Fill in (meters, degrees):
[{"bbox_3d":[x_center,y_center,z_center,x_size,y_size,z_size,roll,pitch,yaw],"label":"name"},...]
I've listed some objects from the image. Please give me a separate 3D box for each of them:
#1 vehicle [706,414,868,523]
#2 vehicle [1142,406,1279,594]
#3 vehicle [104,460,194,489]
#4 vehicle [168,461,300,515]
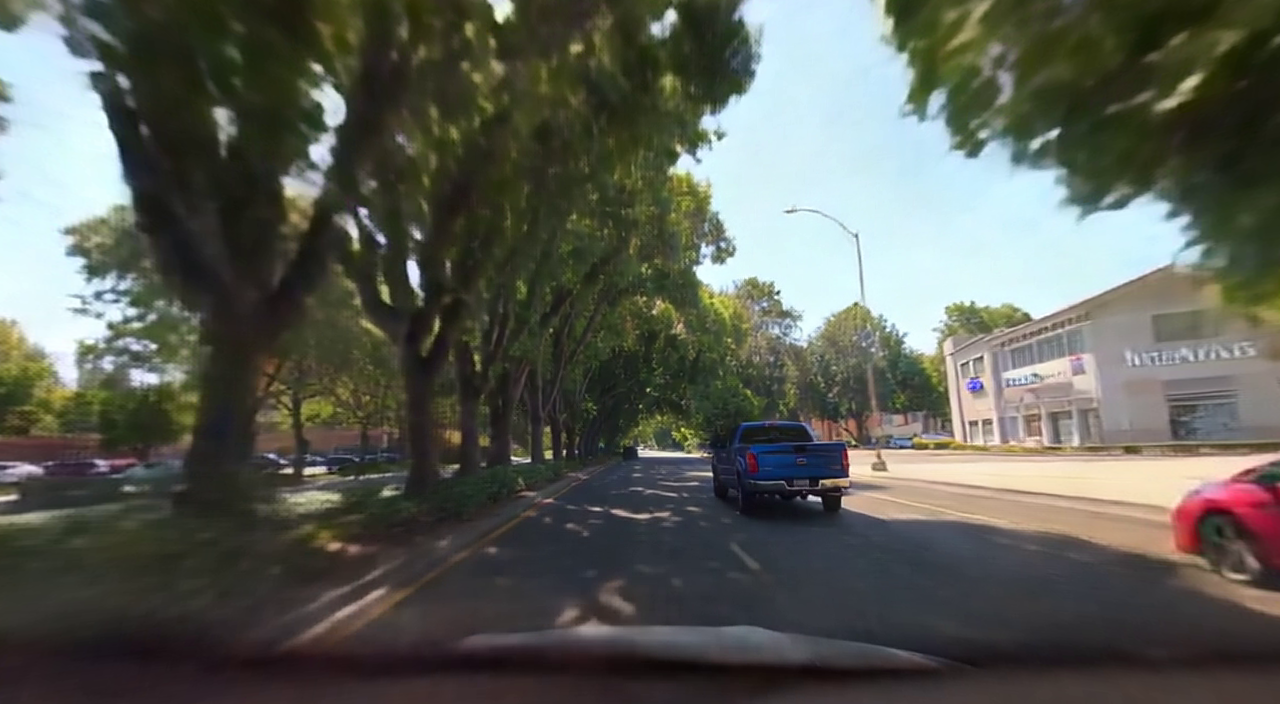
[{"bbox_3d":[2.810,2.397,13.584,2.138,1.836,5.245,0,-8,-1],"label":"vehicle"},{"bbox_3d":[6.491,1.156,4.686,1.993,1.604,4.260,-1,-8,0],"label":"vehicle"},{"bbox_3d":[-29.799,7.458,38.460,3.749,1.600,2.011,0,-8,-2],"label":"vehicle"},{"bbox_3d":[-13.550,4.529,21.435,1.835,1.487,4.201,0,-8,-3],"label":"vehicle"}]
